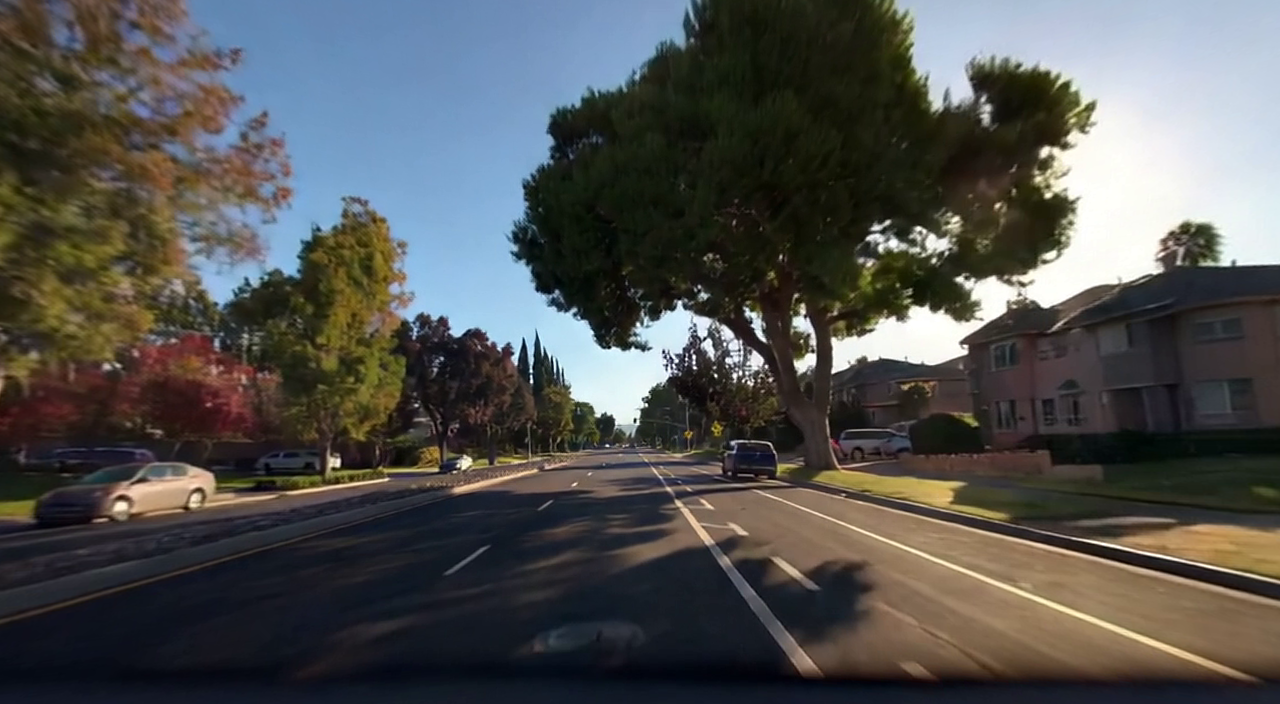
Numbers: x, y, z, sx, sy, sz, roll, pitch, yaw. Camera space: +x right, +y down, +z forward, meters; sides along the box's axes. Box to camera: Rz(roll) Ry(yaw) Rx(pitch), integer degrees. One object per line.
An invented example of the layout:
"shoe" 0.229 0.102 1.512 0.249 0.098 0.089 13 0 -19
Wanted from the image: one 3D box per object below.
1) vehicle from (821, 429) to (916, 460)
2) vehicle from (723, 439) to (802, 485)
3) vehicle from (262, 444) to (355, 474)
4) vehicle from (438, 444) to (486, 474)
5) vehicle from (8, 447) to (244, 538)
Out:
"vehicle" 13.417 5.461 37.291 4.852 1.760 1.999 0 -9 5
"vehicle" 4.452 4.127 23.824 2.000 1.520 4.943 0 -9 0
"vehicle" -20.623 6.657 39.461 4.615 1.636 2.052 2 -8 4
"vehicle" -12.576 7.563 44.917 2.129 1.756 4.574 -2 -7 0
"vehicle" -12.387 3.342 15.808 2.034 1.646 4.808 -4 -7 -2
